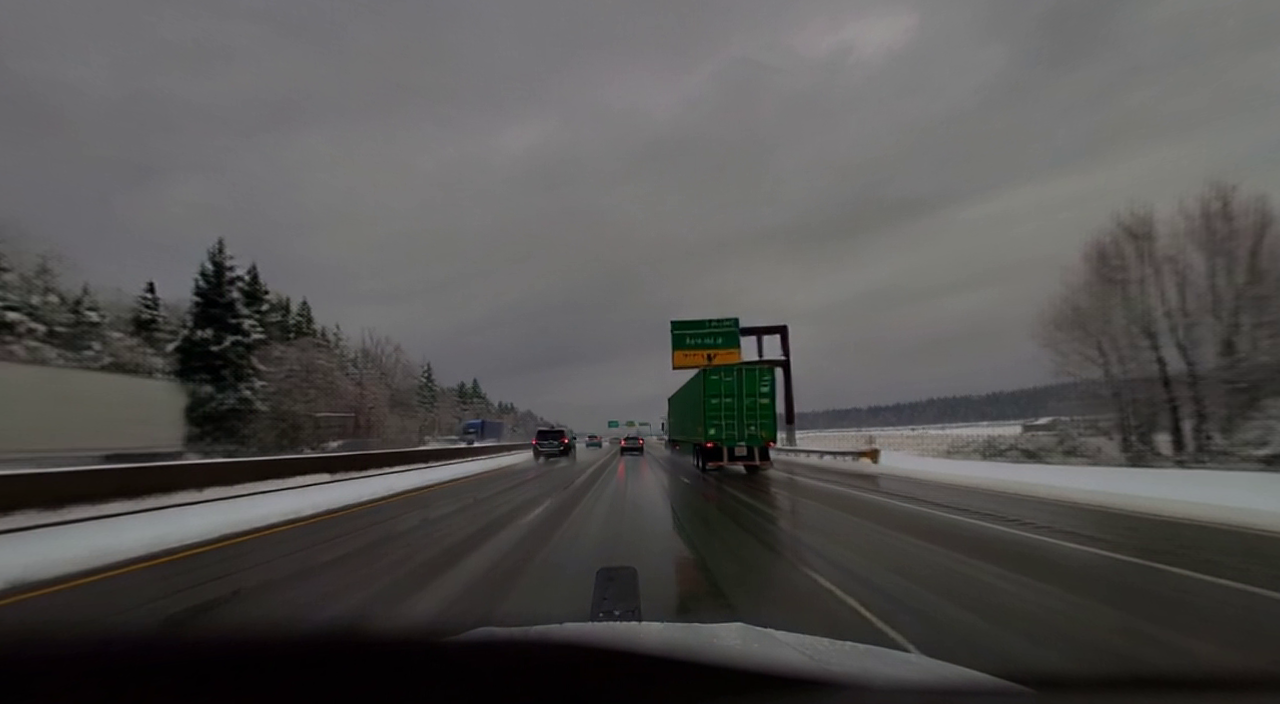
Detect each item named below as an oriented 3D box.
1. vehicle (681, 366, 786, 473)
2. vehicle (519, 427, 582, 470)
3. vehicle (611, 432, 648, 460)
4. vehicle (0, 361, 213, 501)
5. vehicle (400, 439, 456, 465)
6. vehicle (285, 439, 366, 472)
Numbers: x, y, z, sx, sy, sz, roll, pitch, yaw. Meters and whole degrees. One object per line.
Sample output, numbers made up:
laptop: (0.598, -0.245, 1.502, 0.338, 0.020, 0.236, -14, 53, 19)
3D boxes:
vehicle: (3.606, 2.942, 26.587, 2.883, 3.836, 7.894, 0, -8, -3)
vehicle: (-3.683, 4.058, 26.695, 2.054, 1.671, 4.445, 0, -8, 0)
vehicle: (-0.646, 5.676, 38.254, 2.088, 1.567, 4.240, 0, -8, -1)
vehicle: (-19.921, 2.872, 22.727, 2.931, 4.073, 8.582, 0, -8, -1)
vehicle: (-12.798, 6.036, 38.224, 1.892, 1.492, 4.233, 0, -8, 0)
vehicle: (-16.000, 5.257, 32.257, 1.901, 1.533, 4.355, 0, -8, 0)
